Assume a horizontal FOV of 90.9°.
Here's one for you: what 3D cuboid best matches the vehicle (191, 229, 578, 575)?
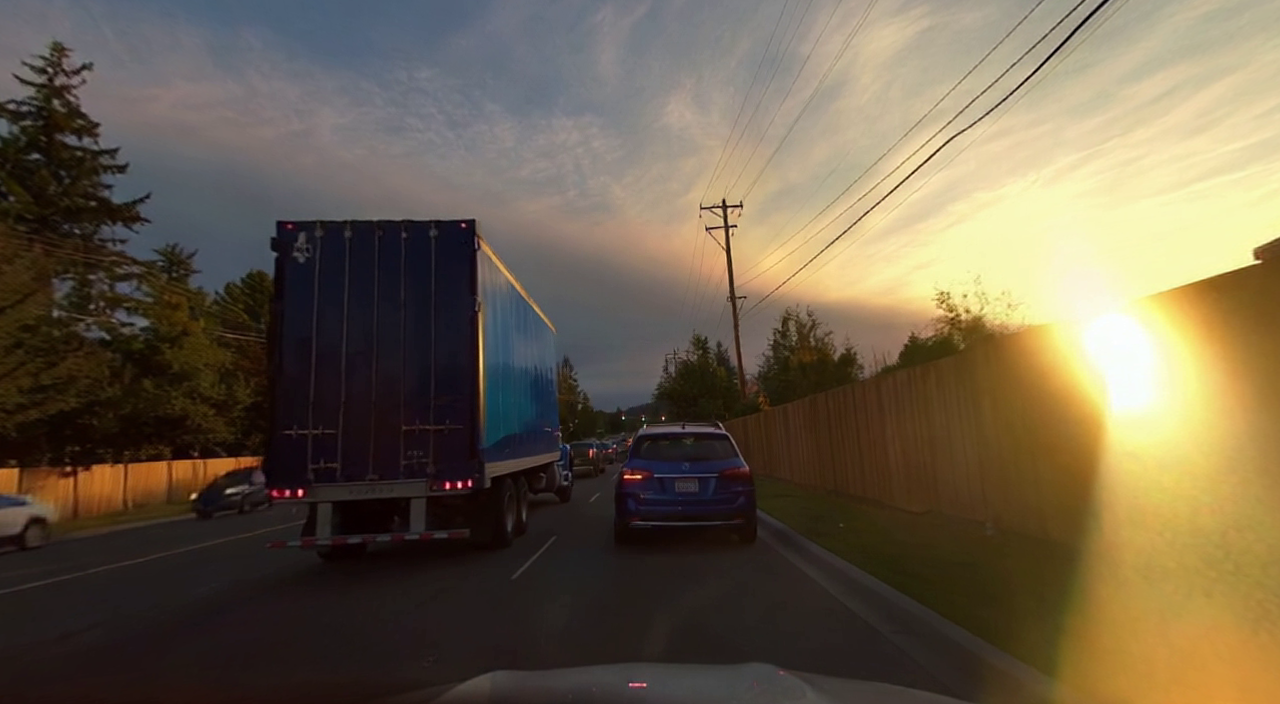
[{"bbox_3d":[-3.071,1.126,11.138,2.928,3.658,8.980,0,-9,1],"label":"vehicle"}]

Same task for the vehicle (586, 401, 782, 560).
[{"bbox_3d":[0.464,1.738,9.126,2.174,1.749,4.113,0,-9,-1],"label":"vehicle"}]
